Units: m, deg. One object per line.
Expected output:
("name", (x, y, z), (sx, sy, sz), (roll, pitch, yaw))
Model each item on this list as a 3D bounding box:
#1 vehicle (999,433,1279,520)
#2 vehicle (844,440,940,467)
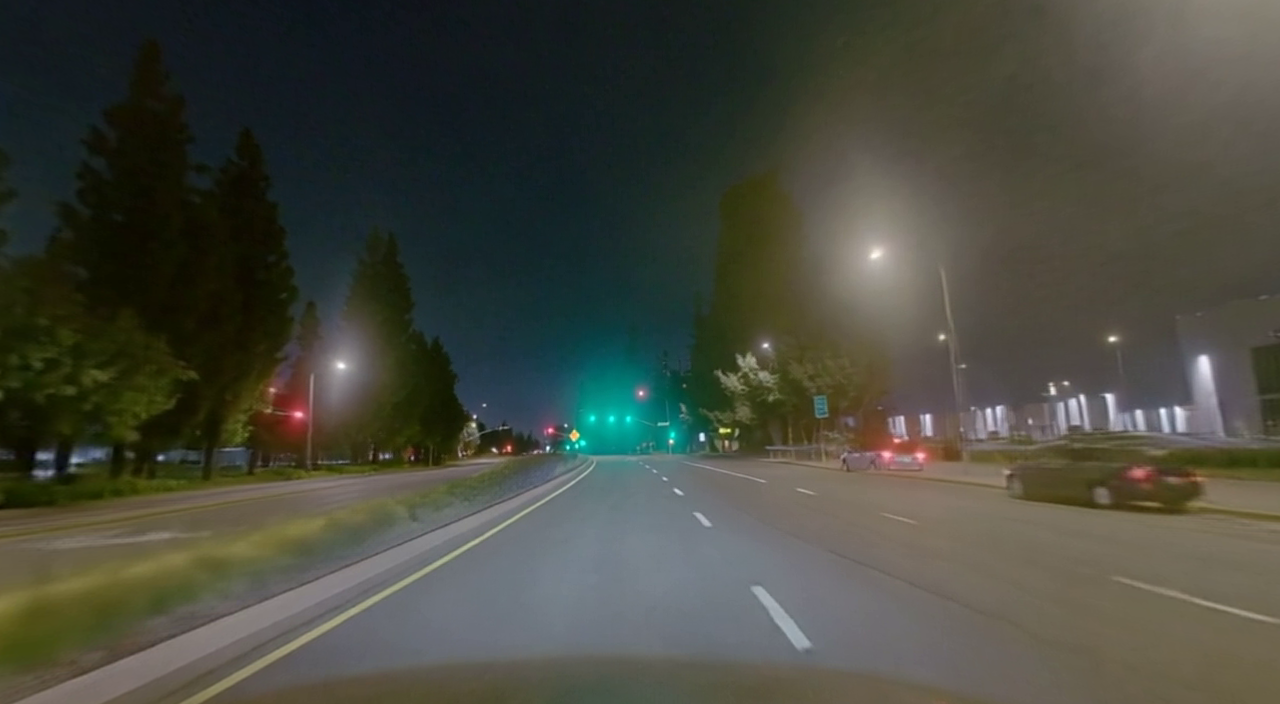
("vehicle", (10.688, 2.658, 14.094), (2.034, 1.551, 5.228), (1, -9, -3))
("vehicle", (15.357, 6.191, 38.569), (4.982, 1.441, 1.951), (-1, -9, -2))
